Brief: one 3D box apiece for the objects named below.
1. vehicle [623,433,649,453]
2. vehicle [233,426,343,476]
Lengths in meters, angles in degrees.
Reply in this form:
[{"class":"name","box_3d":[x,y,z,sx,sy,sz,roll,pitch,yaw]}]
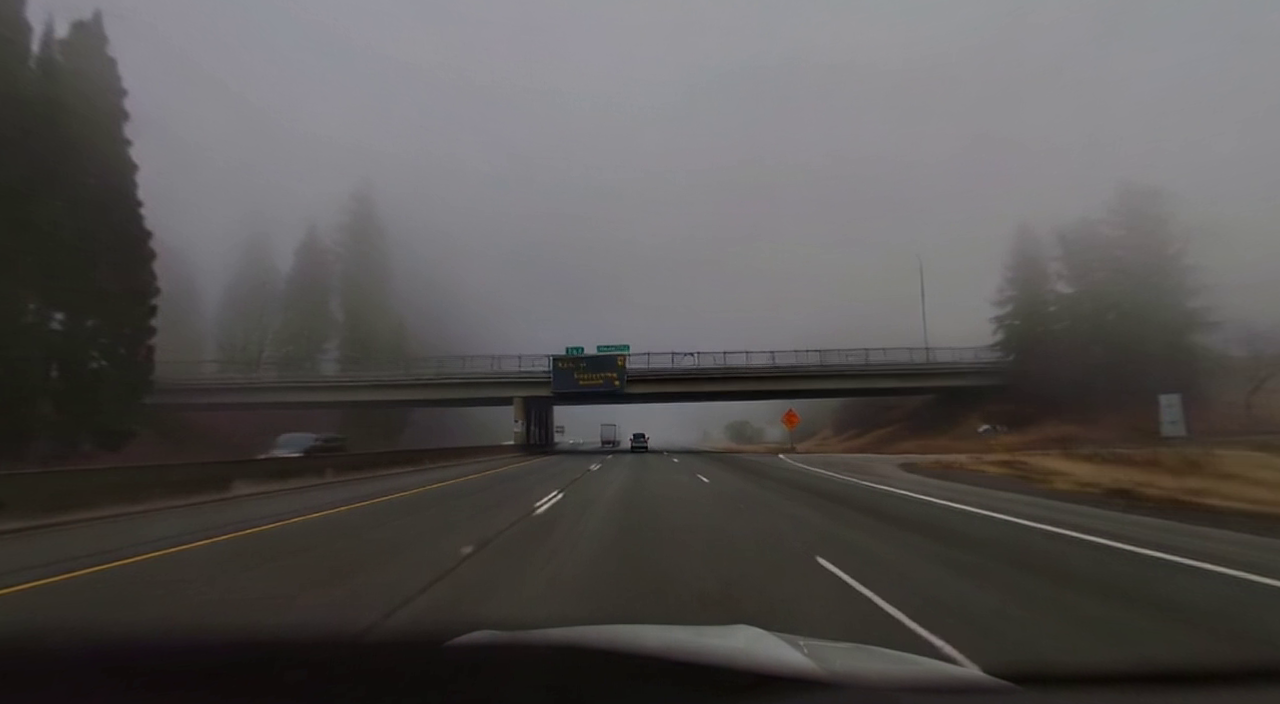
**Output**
[{"class":"vehicle","box_3d":[-0.356,7.195,49.764,1.952,1.438,3.702,0,-8,-2]},{"class":"vehicle","box_3d":[-16.282,4.580,29.490,2.331,2.127,4.899,0,-8,0]}]
